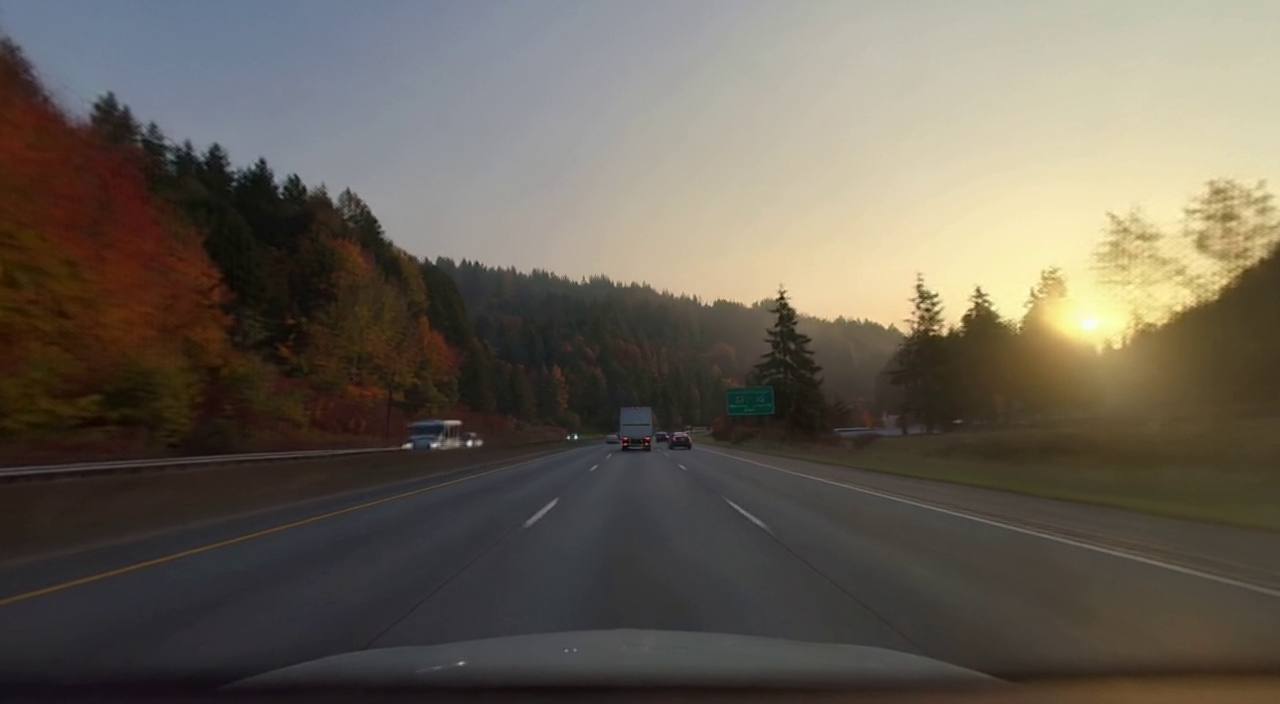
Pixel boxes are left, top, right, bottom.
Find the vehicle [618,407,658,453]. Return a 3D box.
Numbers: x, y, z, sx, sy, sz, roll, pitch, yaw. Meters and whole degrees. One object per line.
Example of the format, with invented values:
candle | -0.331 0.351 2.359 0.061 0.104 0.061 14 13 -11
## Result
vehicle | -0.224 5.573 44.549 2.631 2.957 6.512 0 -8 -2
